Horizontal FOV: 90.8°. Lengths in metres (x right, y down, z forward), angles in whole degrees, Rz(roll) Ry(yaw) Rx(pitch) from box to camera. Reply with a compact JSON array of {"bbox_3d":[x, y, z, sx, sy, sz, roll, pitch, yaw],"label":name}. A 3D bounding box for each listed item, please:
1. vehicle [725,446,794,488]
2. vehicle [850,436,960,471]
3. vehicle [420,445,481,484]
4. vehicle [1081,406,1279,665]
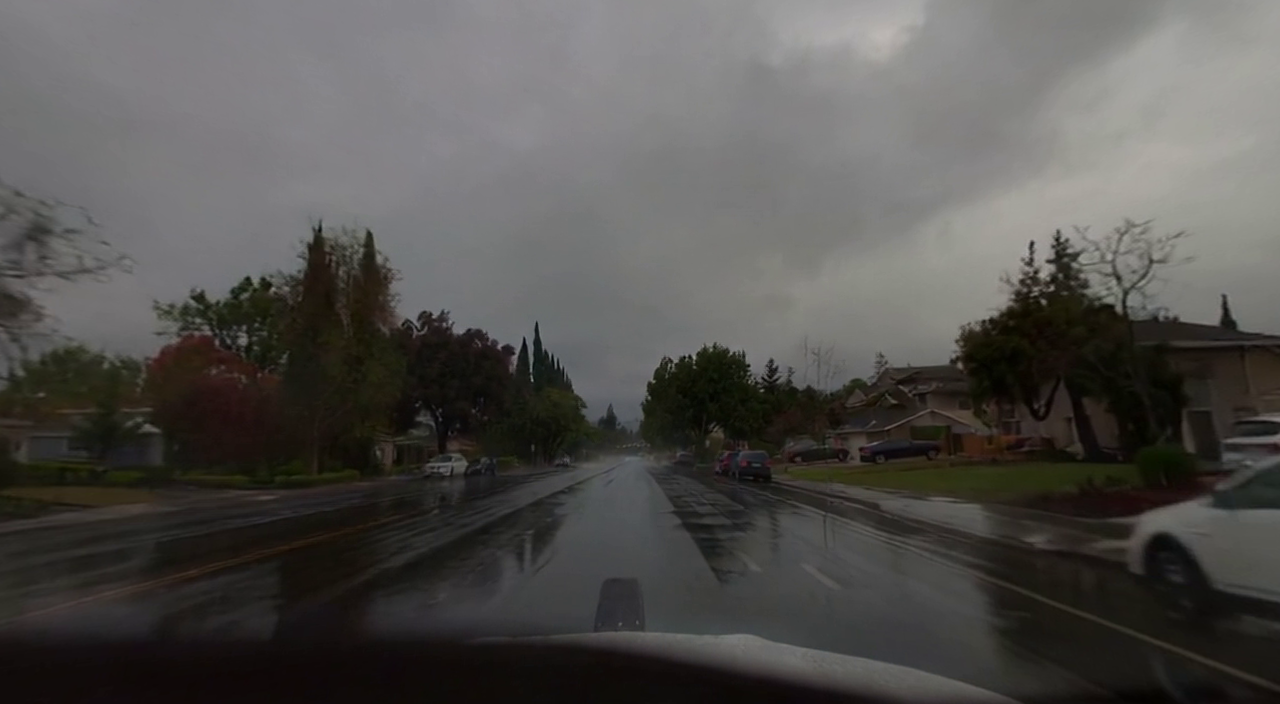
[{"bbox_3d":[4.905,4.789,26.768,1.900,1.608,5.037,0,-8,0],"label":"vehicle"},{"bbox_3d":[13.752,5.299,33.000,4.789,1.556,1.897,-3,-8,1],"label":"vehicle"},{"bbox_3d":[-12.171,7.209,40.906,2.396,2.159,5.470,-2,-8,-1],"label":"vehicle"},{"bbox_3d":[5.228,1.155,3.799,2.001,1.693,4.311,0,-9,0],"label":"vehicle"}]
